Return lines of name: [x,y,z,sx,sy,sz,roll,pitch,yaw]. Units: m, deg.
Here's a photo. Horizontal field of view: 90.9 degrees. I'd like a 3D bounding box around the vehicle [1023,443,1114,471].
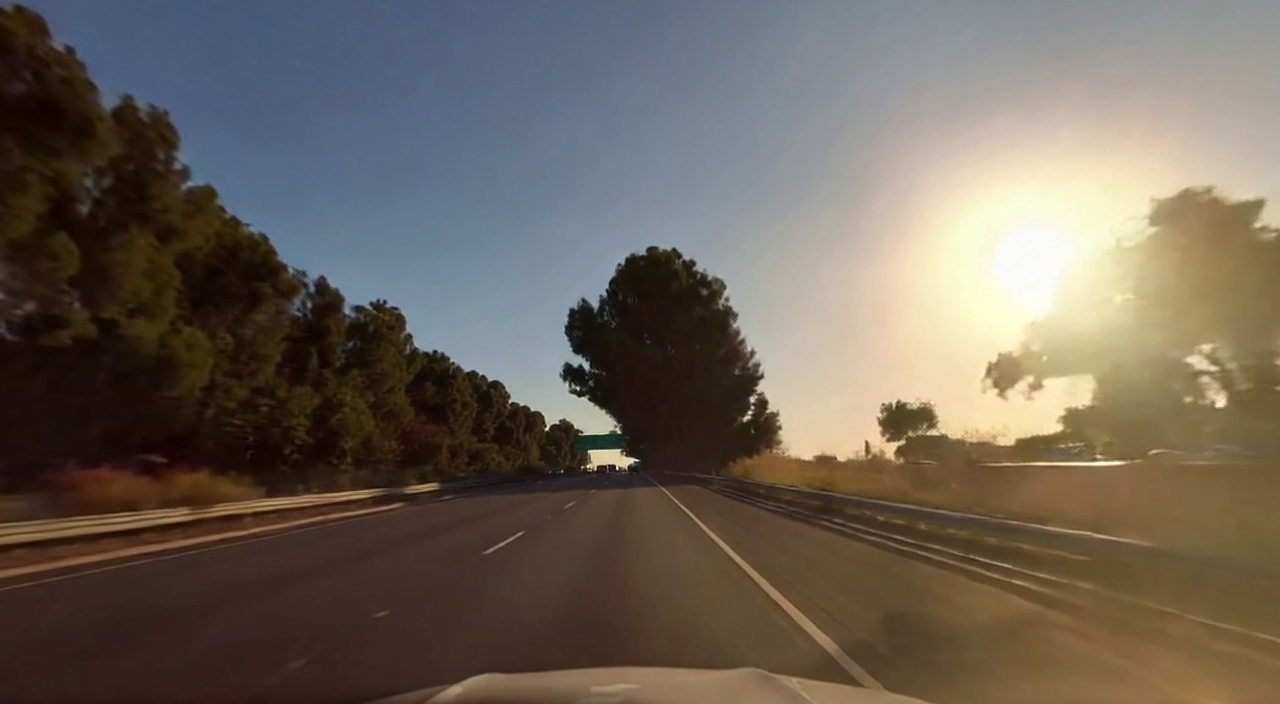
vehicle: [28.133,6.930,41.515,4.723,1.688,2.004,-6,-12,32]
